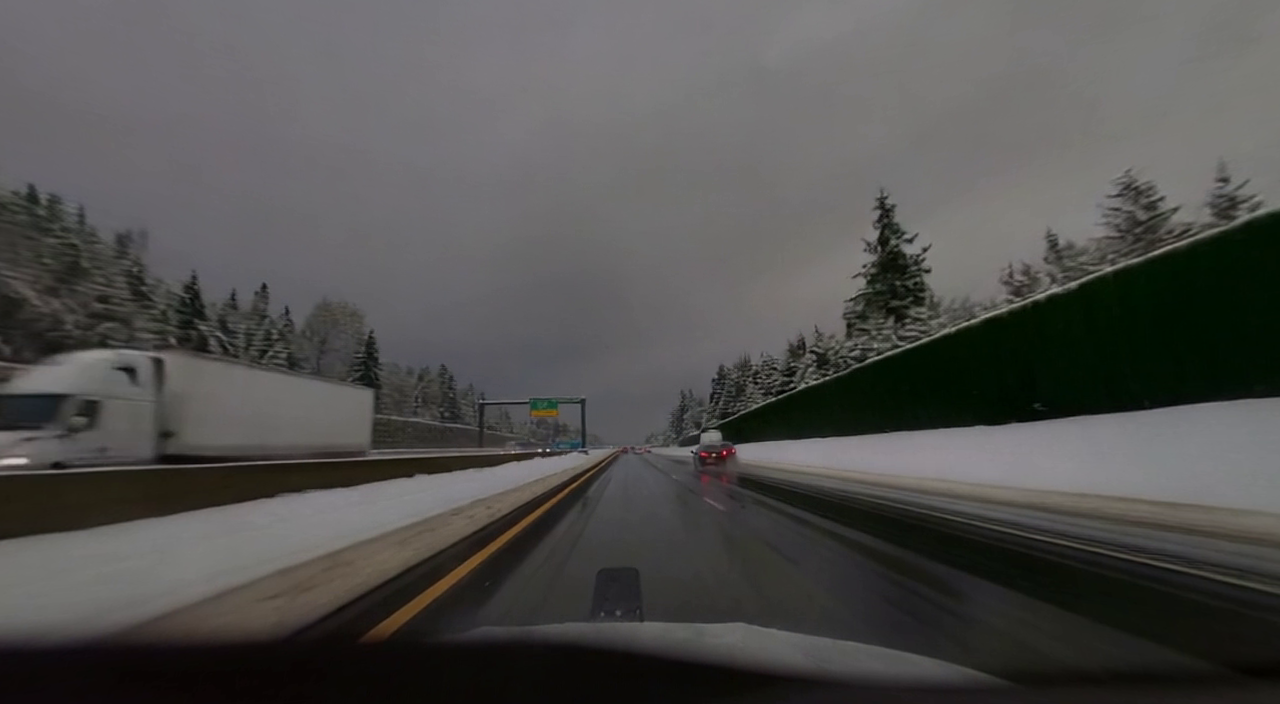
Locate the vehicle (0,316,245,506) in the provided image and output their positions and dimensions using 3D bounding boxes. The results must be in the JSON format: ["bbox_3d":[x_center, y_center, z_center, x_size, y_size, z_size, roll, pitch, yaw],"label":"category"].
[{"bbox_3d":[-13.635,1.661,16.107,2.974,3.986,5.874,0,-9,-1],"label":"vehicle"}]

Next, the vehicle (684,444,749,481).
[{"bbox_3d":[3.375,5.008,28.626,2.244,1.498,4.338,0,-9,-3],"label":"vehicle"}]
